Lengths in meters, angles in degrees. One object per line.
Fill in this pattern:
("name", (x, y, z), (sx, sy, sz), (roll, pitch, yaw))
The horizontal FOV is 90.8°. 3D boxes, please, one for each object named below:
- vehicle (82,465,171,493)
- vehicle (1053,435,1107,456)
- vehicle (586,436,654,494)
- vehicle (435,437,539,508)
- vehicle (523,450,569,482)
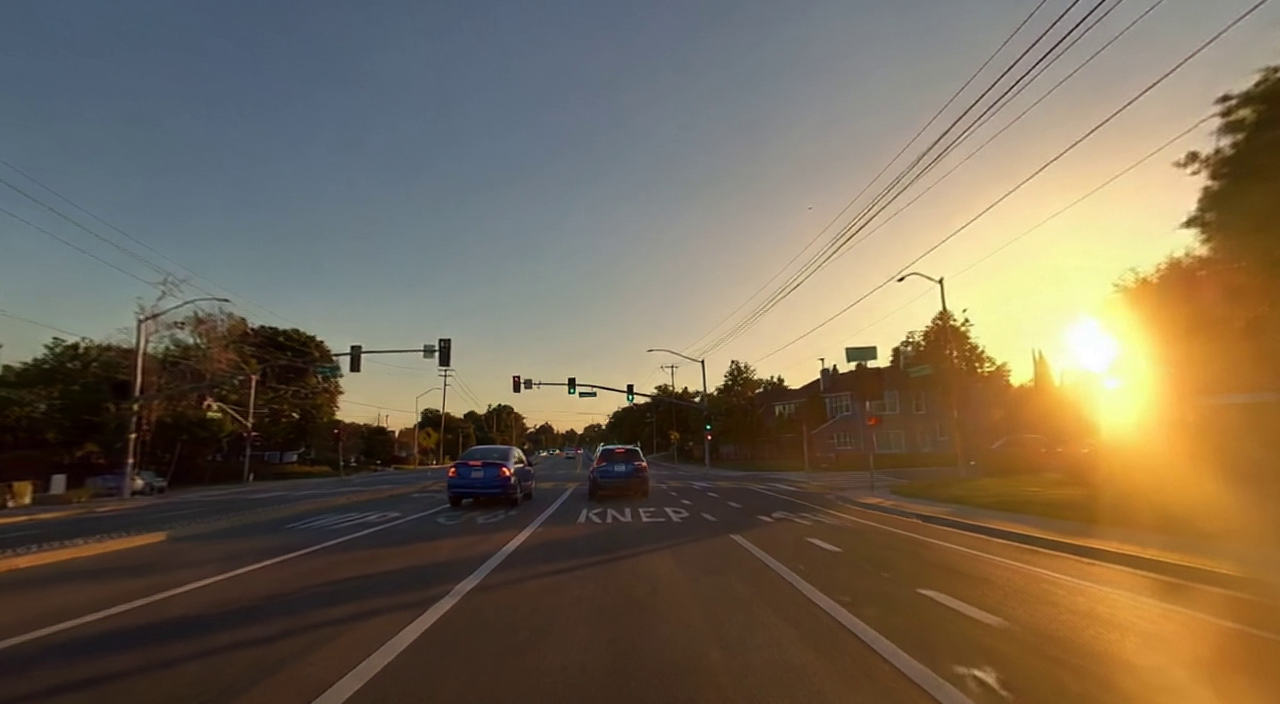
("vehicle", (-35.056, 8.637, 43.178), (4.533, 1.738, 2.151), (-2, -9, 10))
("vehicle", (31.519, 6.727, 45.334), (1.754, 1.414, 3.590), (-1, -9, 10))
("vehicle", (-0.718, 3.960, 22.478), (2.155, 1.836, 4.250), (0, -9, -2))
("vehicle", (-4.024, 3.240, 17.385), (1.899, 1.685, 4.121), (0, -9, -1))
("vehicle", (-4.577, 5.598, 31.303), (1.863, 1.449, 4.153), (1, -9, -3))
